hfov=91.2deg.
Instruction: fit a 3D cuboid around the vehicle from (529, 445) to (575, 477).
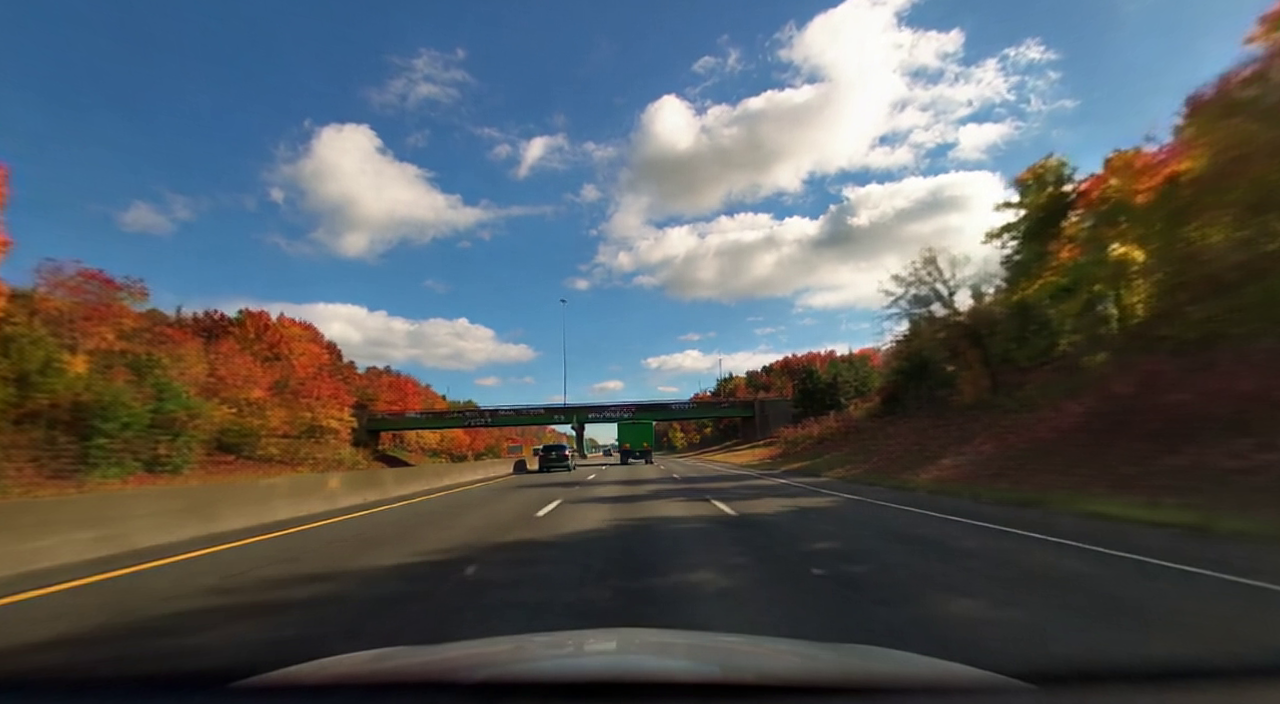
[{"bbox_3d":[-4.489,5.614,32.449,1.892,1.529,3.996,0,-9,-1],"label":"vehicle"}]
